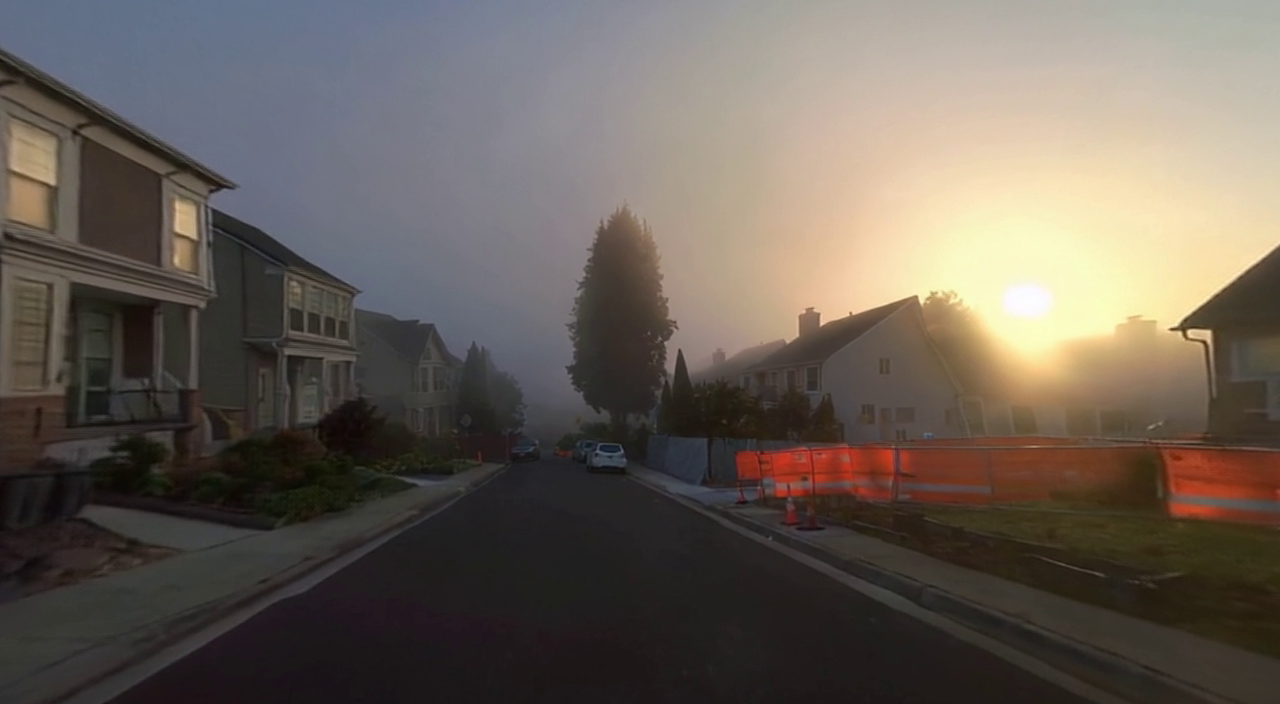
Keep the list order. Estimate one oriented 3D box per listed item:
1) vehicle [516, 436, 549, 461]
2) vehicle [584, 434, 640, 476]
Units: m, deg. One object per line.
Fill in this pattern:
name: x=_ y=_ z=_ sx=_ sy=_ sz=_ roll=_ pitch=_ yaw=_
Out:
vehicle: x=-7.116 y=6.418 z=41.974 sx=1.834 sy=1.543 sz=3.497 roll=0 pitch=-8 yaw=-4
vehicle: x=-1.363 y=4.671 z=28.889 sx=2.066 sy=1.739 sz=4.234 roll=1 pitch=-8 yaw=-9
